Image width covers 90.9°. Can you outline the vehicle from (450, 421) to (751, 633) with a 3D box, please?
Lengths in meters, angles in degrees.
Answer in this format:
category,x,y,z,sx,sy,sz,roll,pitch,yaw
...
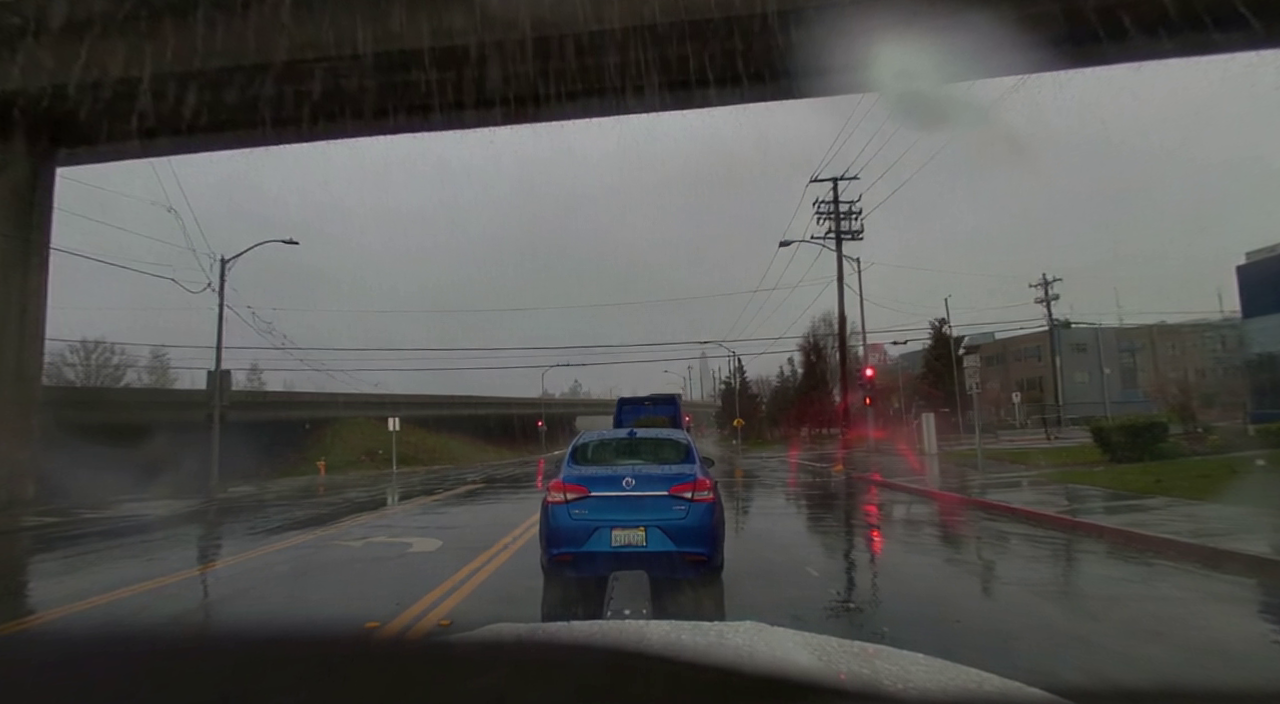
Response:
category,x,y,z,sx,sy,sz,roll,pitch,yaw
vehicle,-0.245,1.530,6.477,2.090,1.458,4.033,-1,-9,1
